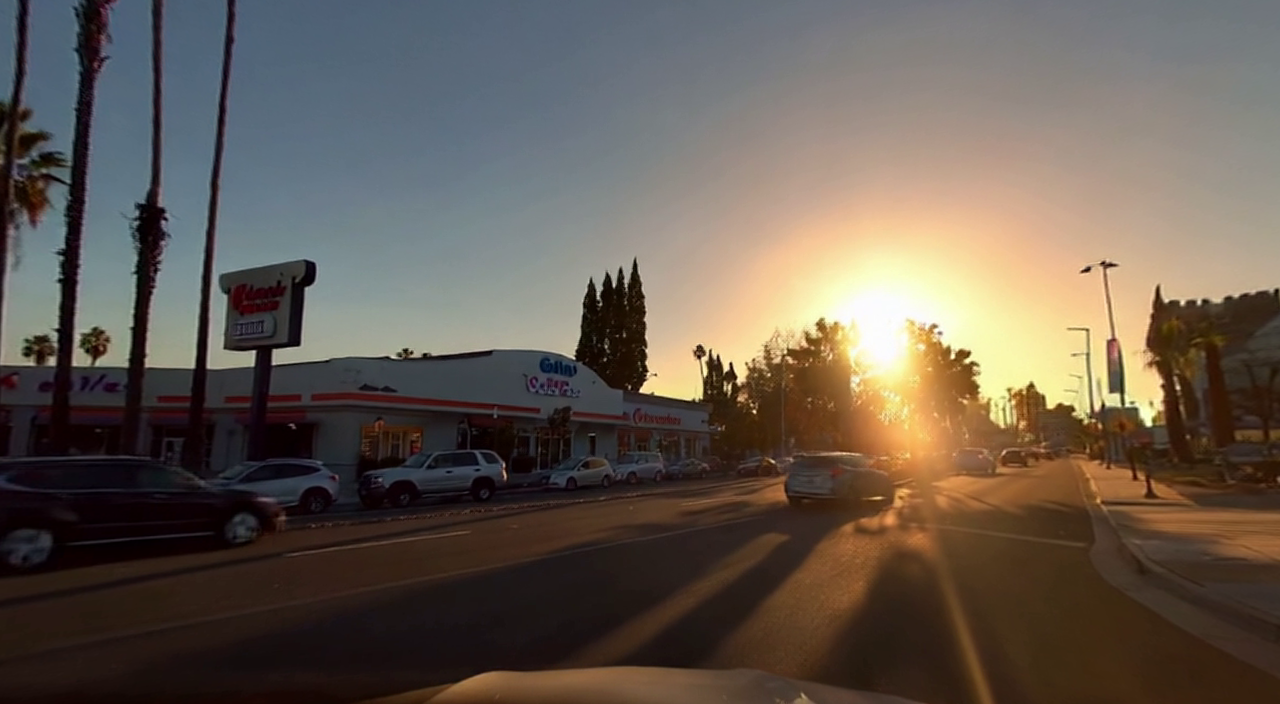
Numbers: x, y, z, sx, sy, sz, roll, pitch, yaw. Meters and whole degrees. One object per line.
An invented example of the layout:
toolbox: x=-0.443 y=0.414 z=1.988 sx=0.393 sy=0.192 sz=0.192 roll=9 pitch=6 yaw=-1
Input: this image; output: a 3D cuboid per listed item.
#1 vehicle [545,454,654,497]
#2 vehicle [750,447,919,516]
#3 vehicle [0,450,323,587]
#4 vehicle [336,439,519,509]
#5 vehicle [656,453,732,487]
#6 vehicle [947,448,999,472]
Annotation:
vehicle: x=-1.502 y=4.828 z=24.928 sx=1.837 sy=1.468 sz=4.389 roll=-6 pitch=-11 yaw=37
vehicle: x=5.105 y=3.177 z=16.120 sx=2.139 sy=1.461 sz=4.918 roll=-8 pitch=-12 yaw=43
vehicle: x=-7.237 y=2.143 z=8.798 sx=2.090 sy=1.520 sz=4.452 roll=-7 pitch=-11 yaw=39
vehicle: x=-6.197 y=3.721 z=18.973 sx=1.989 sy=1.792 sz=4.884 roll=-9 pitch=-15 yaw=35
vehicle: x=2.727 y=5.720 z=30.788 sx=1.776 sy=1.448 sz=4.137 roll=-6 pitch=-11 yaw=36
vehicle: x=22.756 y=7.319 z=42.909 sx=2.232 sy=1.513 sz=5.090 roll=-6 pitch=-11 yaw=37
